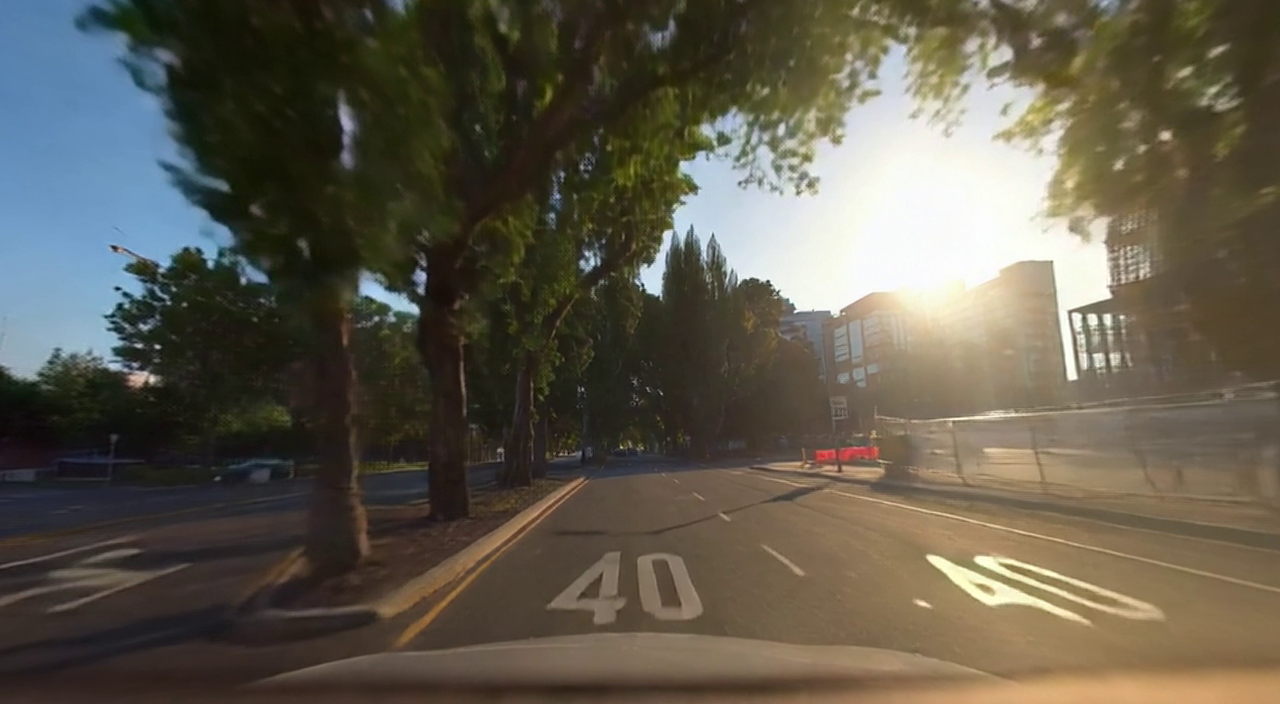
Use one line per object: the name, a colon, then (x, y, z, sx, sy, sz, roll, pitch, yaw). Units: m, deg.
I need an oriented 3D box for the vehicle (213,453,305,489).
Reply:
vehicle: (-18.420, 5.757, 30.822, 1.877, 1.557, 4.423, 0, -9, -3)
